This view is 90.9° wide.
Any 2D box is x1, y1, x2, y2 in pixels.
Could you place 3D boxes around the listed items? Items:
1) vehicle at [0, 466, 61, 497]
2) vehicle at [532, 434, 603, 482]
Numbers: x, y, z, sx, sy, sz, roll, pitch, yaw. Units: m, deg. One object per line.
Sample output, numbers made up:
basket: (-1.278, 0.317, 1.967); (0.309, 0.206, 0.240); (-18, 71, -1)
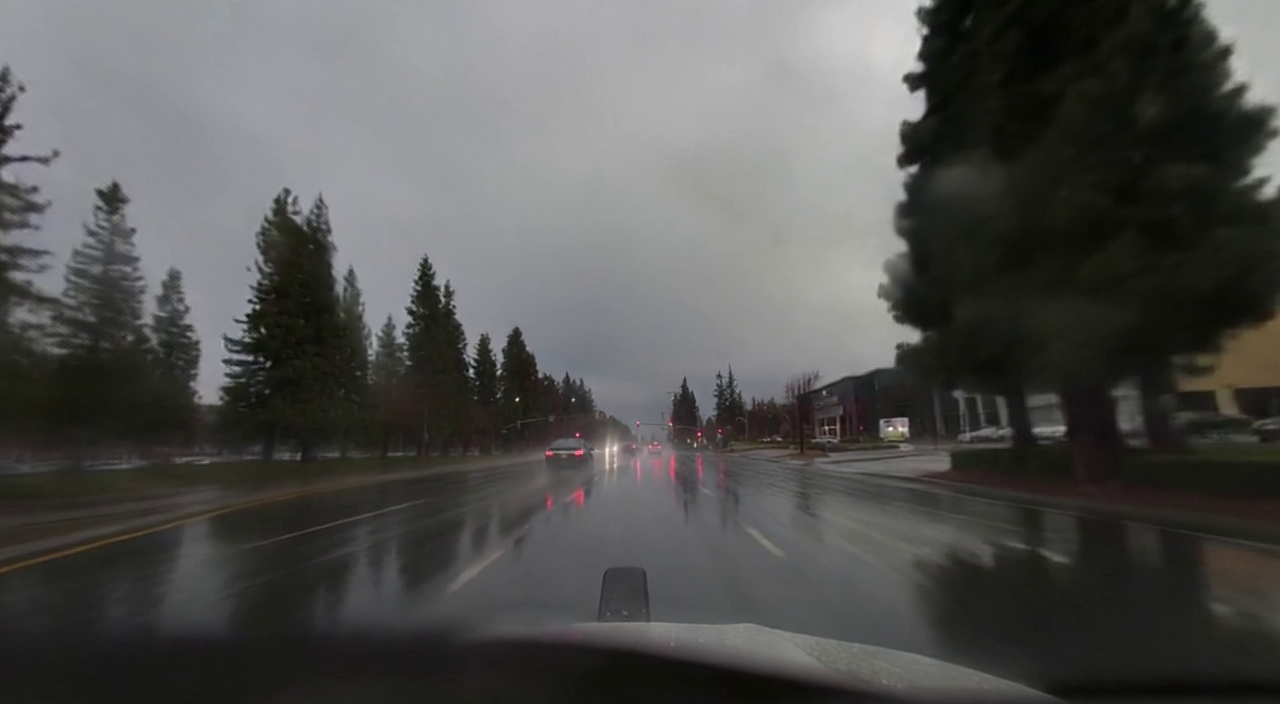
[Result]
vehicle: (-40.949, 8.410, 40.869); (1.833, 1.760, 5.122); (0, -8, 2)
vehicle: (-2.652, 4.025, 24.190); (2.121, 1.656, 4.559); (0, -8, 1)
